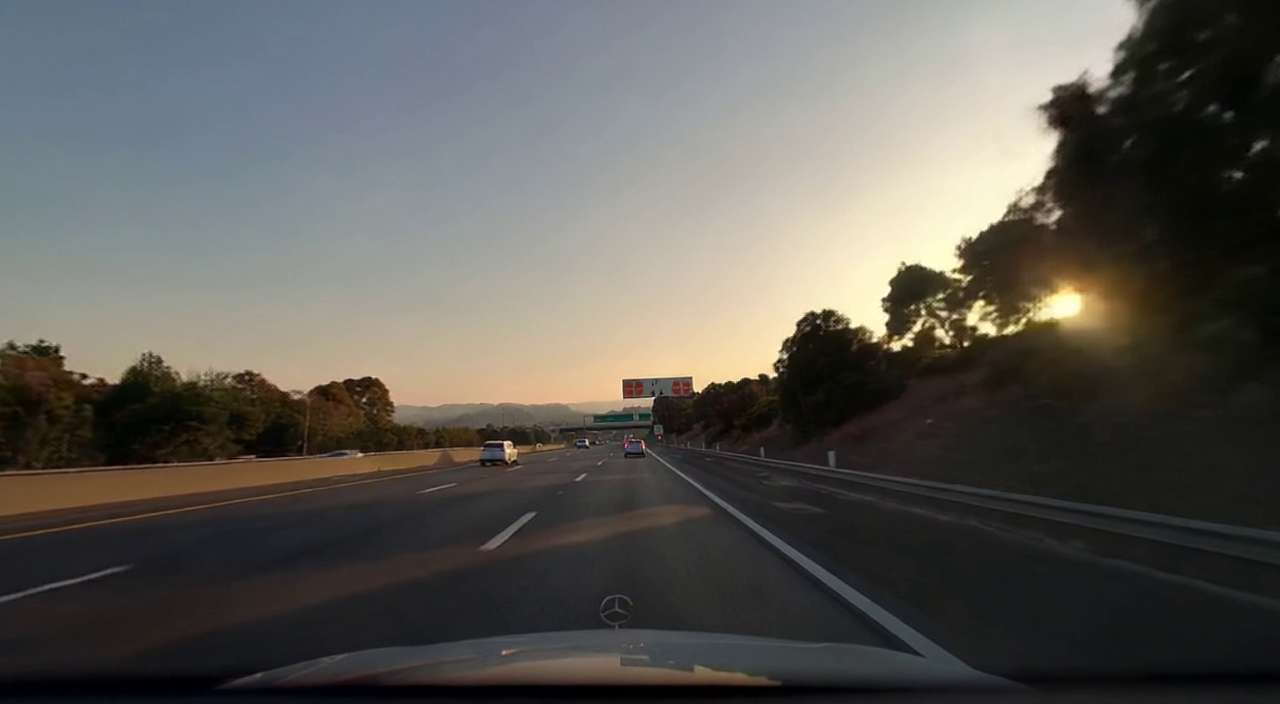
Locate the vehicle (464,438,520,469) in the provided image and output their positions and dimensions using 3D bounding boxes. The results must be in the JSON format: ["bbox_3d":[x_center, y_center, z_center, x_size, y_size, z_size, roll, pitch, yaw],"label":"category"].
[{"bbox_3d":[-7.886,5.411,33.882,1.939,1.504,4.727,0,-8,-1],"label":"vehicle"}]

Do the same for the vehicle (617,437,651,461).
[{"bbox_3d":[-0.409,6.264,40.625,2.072,1.440,3.690,0,-8,-1],"label":"vehicle"}]

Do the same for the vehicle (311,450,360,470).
[{"bbox_3d":[-23.164,8.193,47.998,1.813,1.419,3.956,0,-8,-1],"label":"vehicle"}]
